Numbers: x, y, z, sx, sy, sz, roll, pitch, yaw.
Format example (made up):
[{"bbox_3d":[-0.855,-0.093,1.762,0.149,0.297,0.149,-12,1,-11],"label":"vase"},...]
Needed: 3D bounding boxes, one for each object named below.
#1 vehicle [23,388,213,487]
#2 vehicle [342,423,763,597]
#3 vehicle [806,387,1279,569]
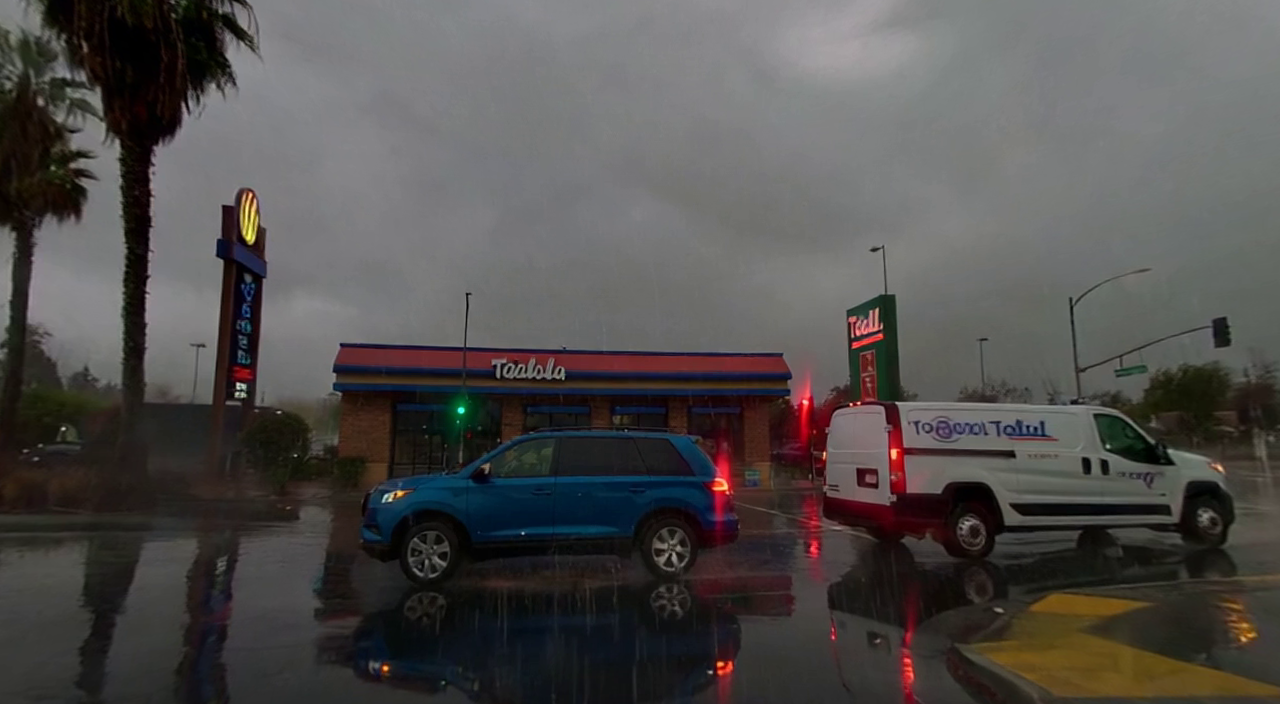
[{"bbox_3d":[-23.523,4.008,29.249,3.034,3.929,7.699,1,-9,-9],"label":"vehicle"},{"bbox_3d":[-1.013,1.815,7.945,4.493,1.728,2.137,2,-9,-12],"label":"vehicle"},{"bbox_3d":[5.968,1.779,9.500,6.246,2.202,2.277,1,-9,-11],"label":"vehicle"}]
